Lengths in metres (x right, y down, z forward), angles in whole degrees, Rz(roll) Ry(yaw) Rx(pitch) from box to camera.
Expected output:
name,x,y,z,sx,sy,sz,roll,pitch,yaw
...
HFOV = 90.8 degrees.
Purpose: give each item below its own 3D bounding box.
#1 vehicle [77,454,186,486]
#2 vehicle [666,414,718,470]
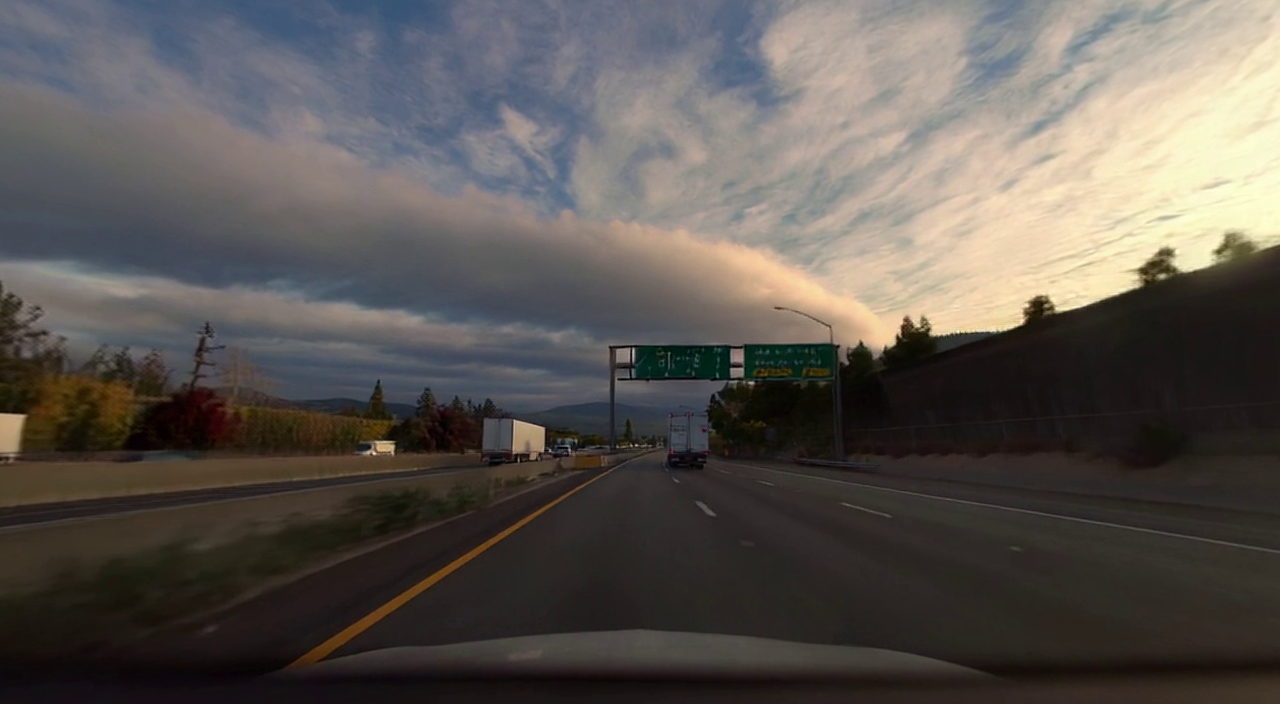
name,x,y,z,sx,sy,sz,roll,pitch,yaw
vehicle,-24.210,5.607,30.263,1.728,1.396,4.150,-1,-9,1
vehicle,3.670,6.980,48.311,2.928,3.595,13.975,0,-9,1
